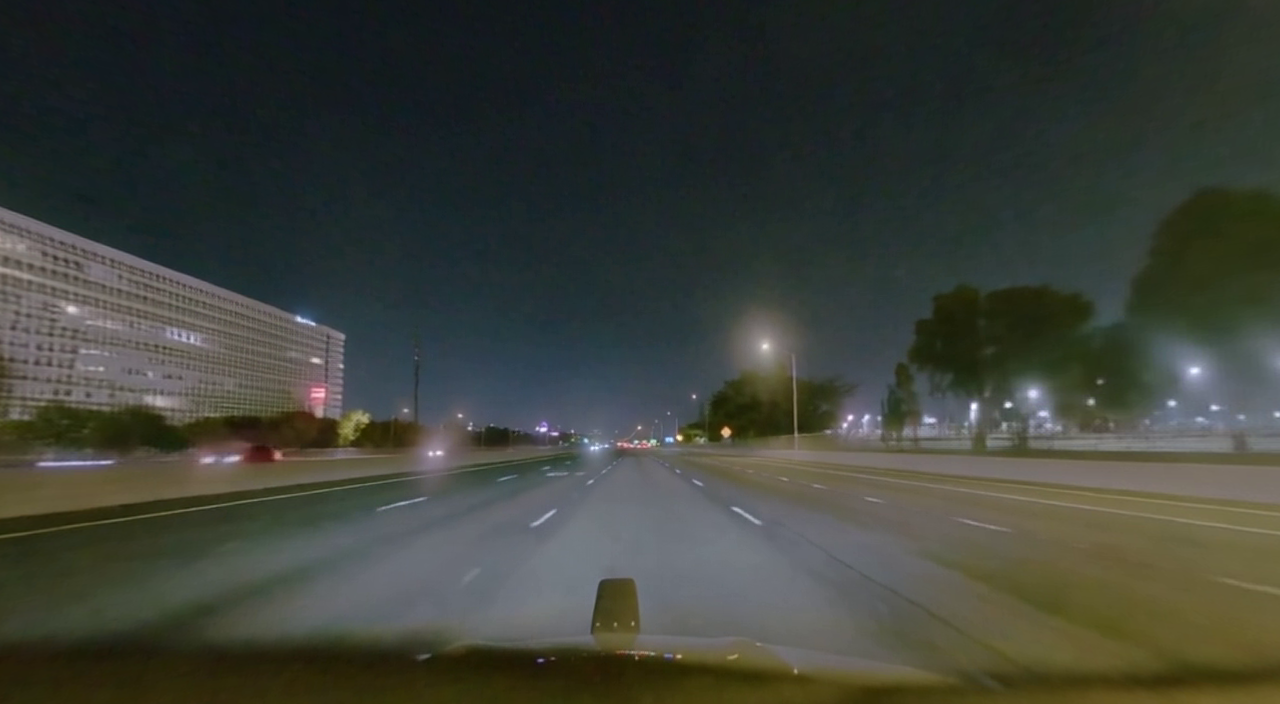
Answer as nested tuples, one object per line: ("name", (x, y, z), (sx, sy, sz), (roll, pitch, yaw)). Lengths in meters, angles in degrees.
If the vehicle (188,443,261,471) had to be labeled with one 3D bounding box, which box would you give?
("vehicle", (-26.647, 6.758, 40.716), (1.881, 1.675, 4.137), (0, -9, 0))
